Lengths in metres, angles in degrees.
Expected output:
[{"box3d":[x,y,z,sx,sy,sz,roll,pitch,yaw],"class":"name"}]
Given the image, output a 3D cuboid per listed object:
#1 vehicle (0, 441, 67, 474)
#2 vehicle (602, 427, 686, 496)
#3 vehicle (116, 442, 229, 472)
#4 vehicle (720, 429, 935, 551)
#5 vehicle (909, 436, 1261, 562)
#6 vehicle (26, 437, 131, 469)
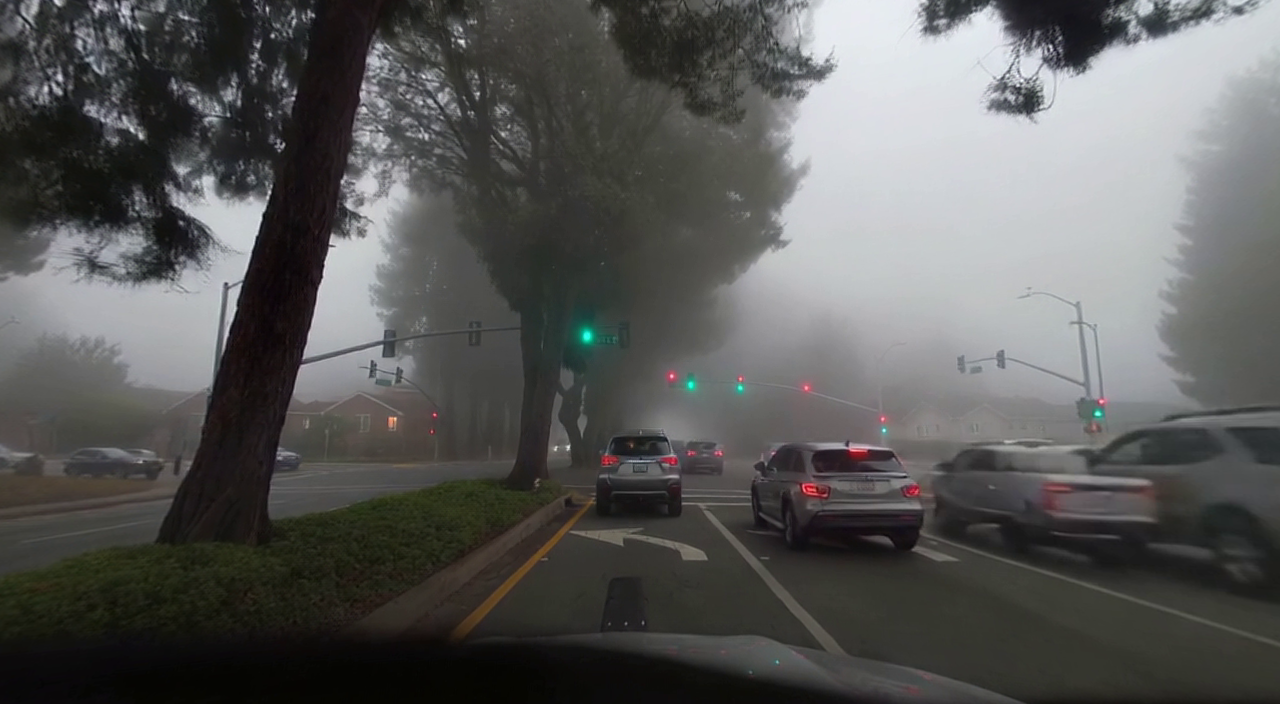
[{"box3d":[-35.032,5.799,34.935,4.465,1.693,1.959,2,-9,-1],"class":"vehicle"},{"box3d":[0.048,3.044,17.878,2.099,1.705,4.020,0,-8,-2],"class":"vehicle"},{"box3d":[-26.349,5.907,35.629,4.724,1.630,1.968,0,-8,-3],"class":"vehicle"},{"box3d":[2.587,2.030,10.013,2.009,1.480,4.423,0,-8,-1],"class":"vehicle"},{"box3d":[6.213,2.070,9.768,1.995,1.452,4.754,0,-8,0],"class":"vehicle"},{"box3d":[-36.880,6.650,41.512,4.771,1.778,2.032,3,-8,-3],"class":"vehicle"}]
